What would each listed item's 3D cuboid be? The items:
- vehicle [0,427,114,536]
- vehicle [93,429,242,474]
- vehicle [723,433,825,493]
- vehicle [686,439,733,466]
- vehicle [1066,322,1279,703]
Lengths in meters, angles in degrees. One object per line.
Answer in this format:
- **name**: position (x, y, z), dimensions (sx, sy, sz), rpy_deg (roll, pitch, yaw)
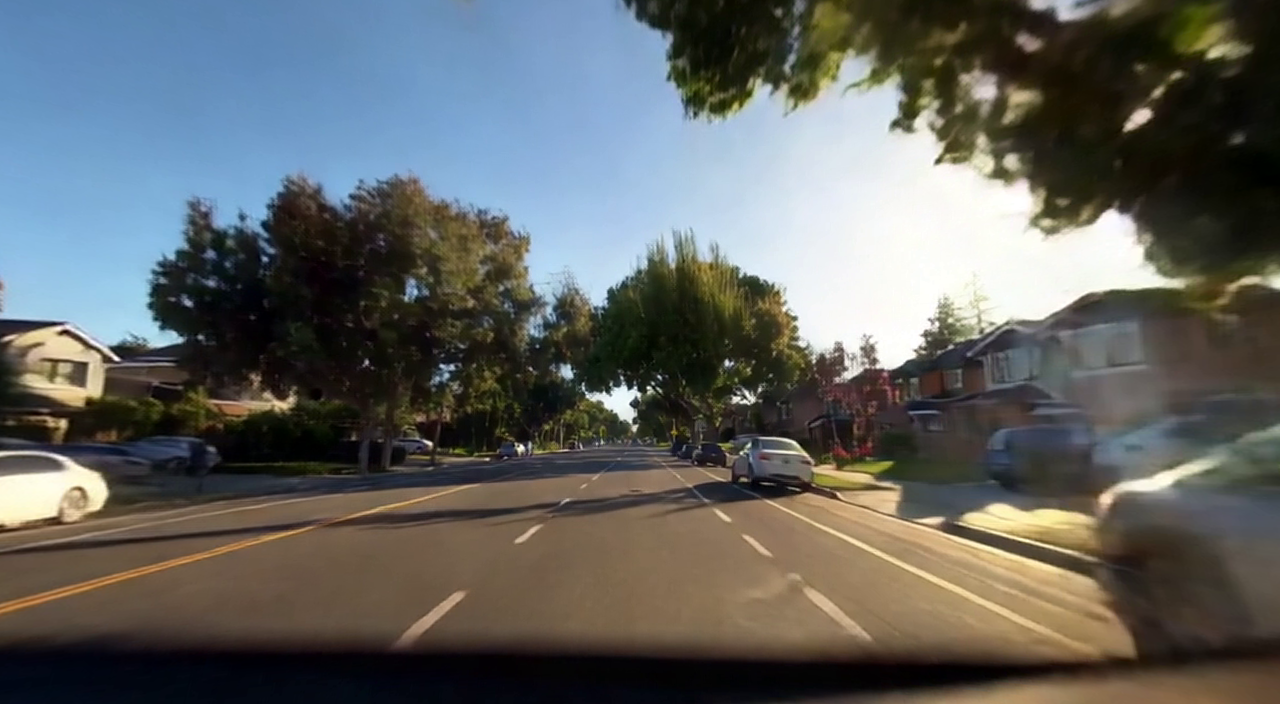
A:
- **vehicle**: position (-10.855, 2.050, 9.712), dimensions (1.964, 1.667, 4.217), rpy_deg (-3, -9, -2)
- **vehicle**: position (-19.165, 4.042, 25.791), dimensions (4.484, 1.733, 1.913), rpy_deg (0, -8, 0)
- **vehicle**: position (3.997, 3.394, 19.754), dimensions (1.999, 1.615, 4.513), rpy_deg (1, -8, -3)
- **vehicle**: position (4.010, 5.916, 37.345), dimensions (1.997, 1.510, 4.555), rpy_deg (1, -8, -3)
- **vehicle**: position (3.940, 0.673, 1.695), dimensions (2.120, 1.916, 4.836), rpy_deg (0, -8, -1)
